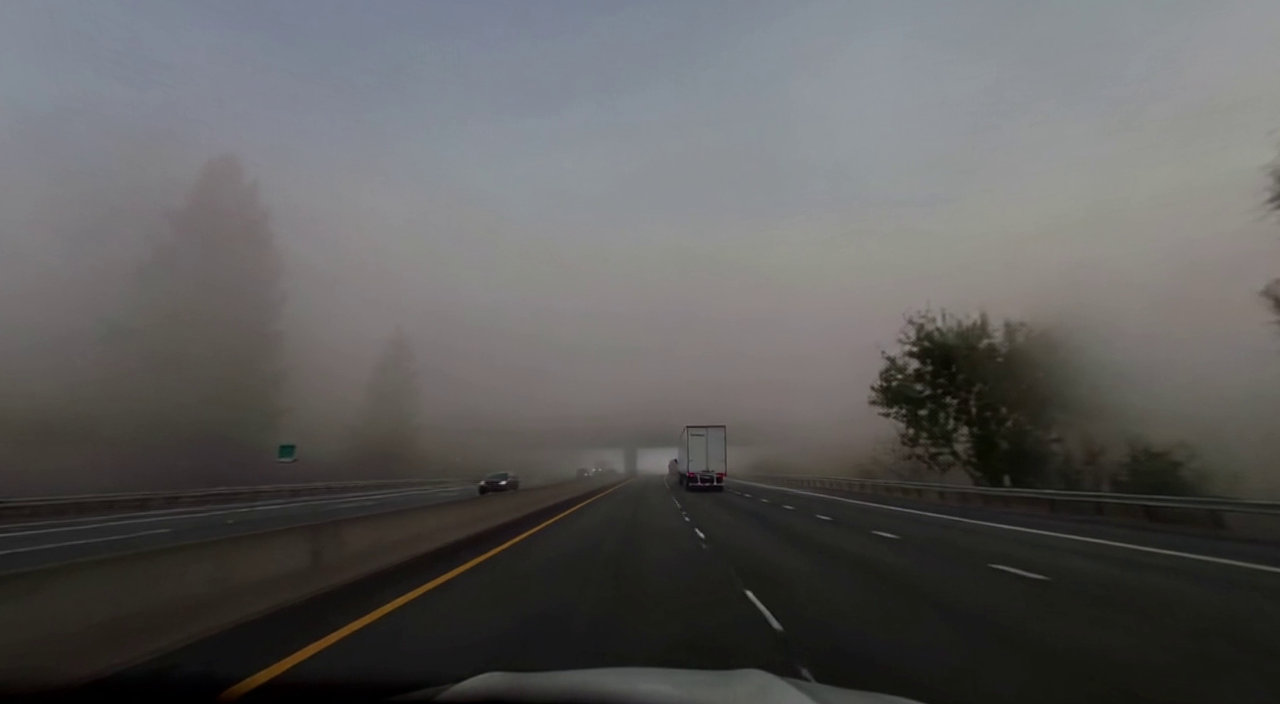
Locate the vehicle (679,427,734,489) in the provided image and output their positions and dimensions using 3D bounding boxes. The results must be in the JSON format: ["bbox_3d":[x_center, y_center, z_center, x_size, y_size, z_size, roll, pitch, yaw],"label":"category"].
[{"bbox_3d":[4.793,8.146,47.963,3.054,4.005,11.895,1,-11,1],"label":"vehicle"}]
